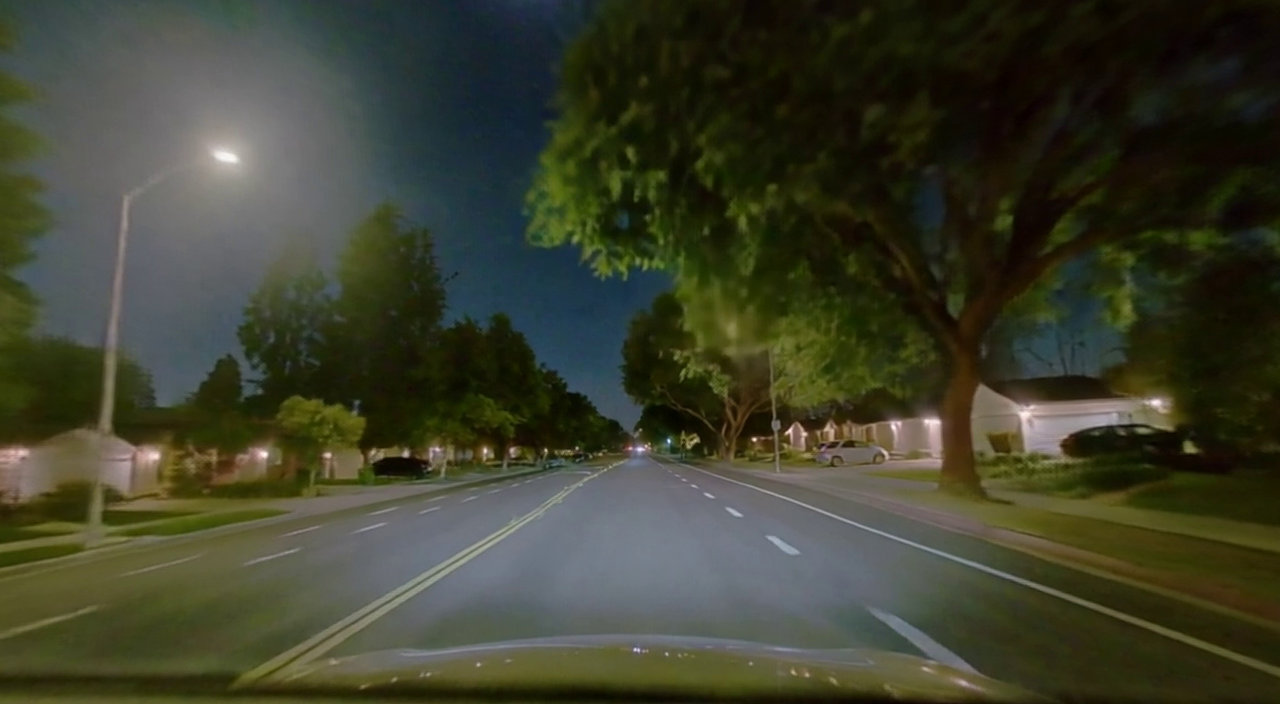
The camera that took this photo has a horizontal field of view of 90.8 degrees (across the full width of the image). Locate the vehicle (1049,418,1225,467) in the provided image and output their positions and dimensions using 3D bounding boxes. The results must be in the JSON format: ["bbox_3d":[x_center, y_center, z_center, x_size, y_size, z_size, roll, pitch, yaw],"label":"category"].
[{"bbox_3d":[16.880,3.148,21.686,1.867,1.390,4.234,2,-10,-34],"label":"vehicle"}]

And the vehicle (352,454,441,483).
[{"bbox_3d":[-15.657,7.467,40.725,4.859,1.780,2.031,-1,-9,2],"label":"vehicle"}]

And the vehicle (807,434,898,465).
[{"bbox_3d":[11.985,5.509,35.745,4.392,1.685,1.959,0,-9,-4],"label":"vehicle"}]
